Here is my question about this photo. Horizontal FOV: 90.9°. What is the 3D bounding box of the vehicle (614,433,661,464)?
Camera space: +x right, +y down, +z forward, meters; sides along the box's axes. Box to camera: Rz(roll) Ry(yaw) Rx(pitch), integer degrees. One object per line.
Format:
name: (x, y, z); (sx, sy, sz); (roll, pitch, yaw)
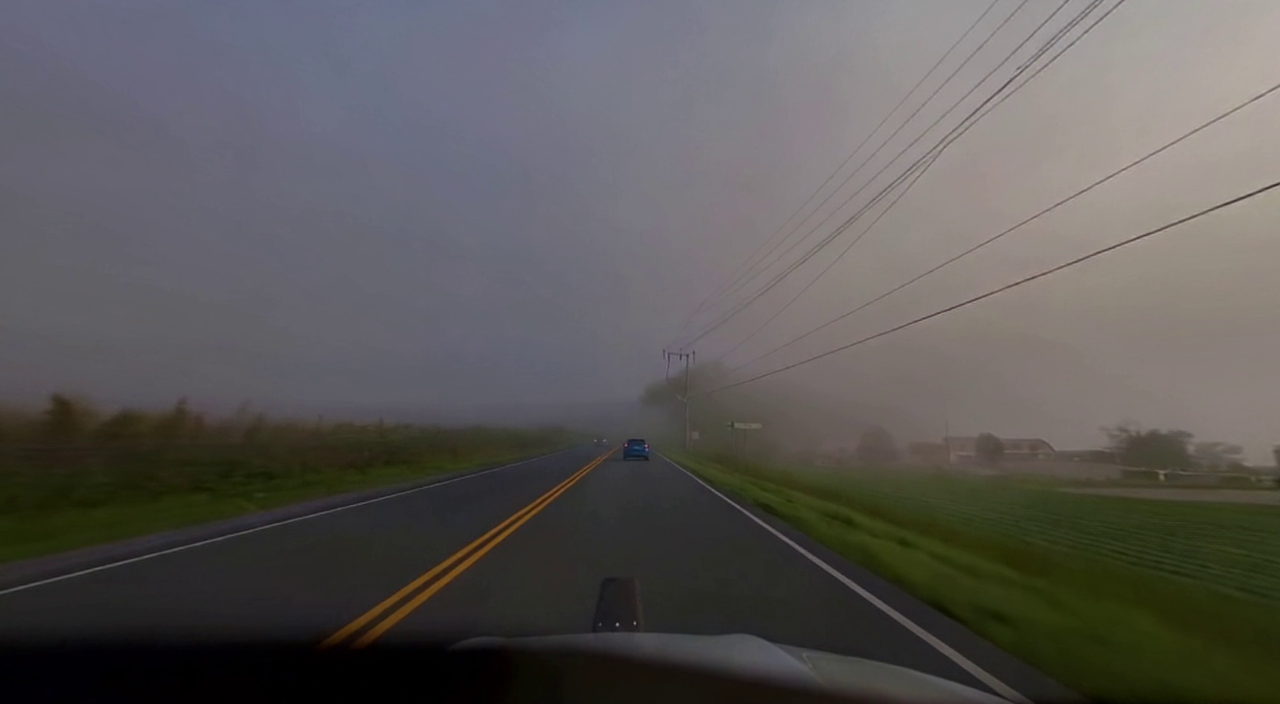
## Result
vehicle: (-0.138, 4.911, 32.279); (2.241, 1.471, 3.829); (0, -8, -1)
